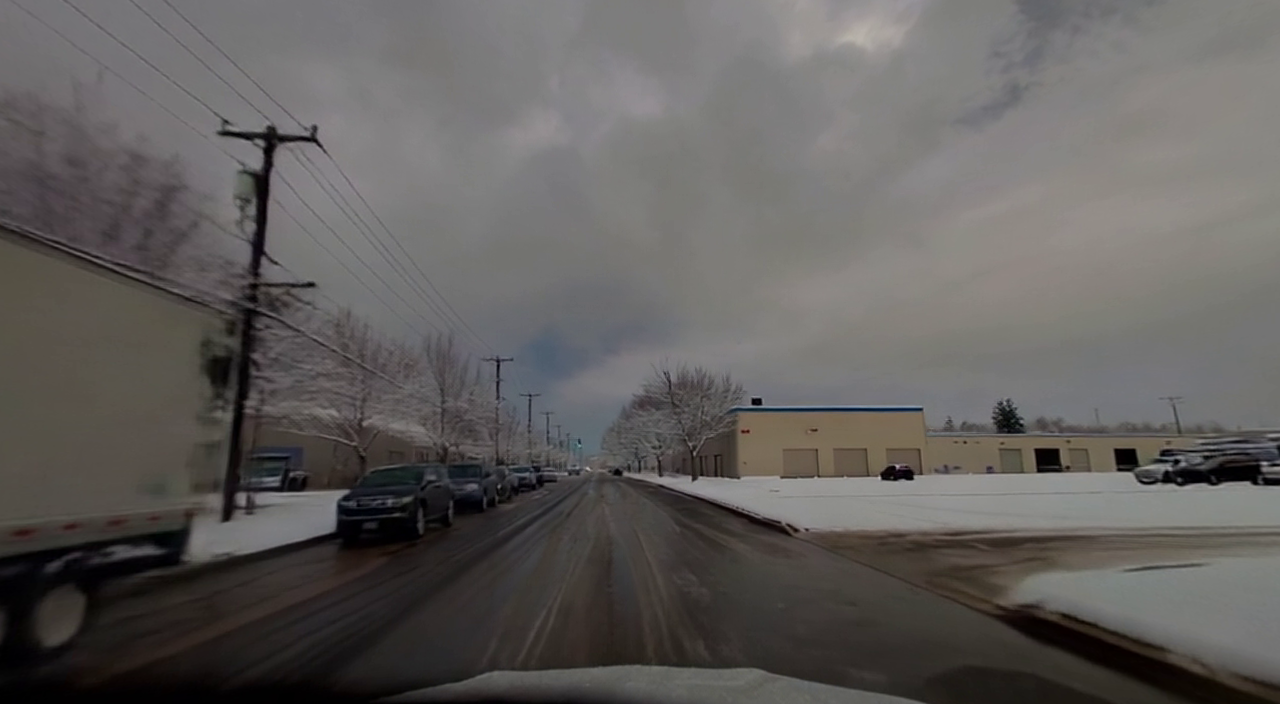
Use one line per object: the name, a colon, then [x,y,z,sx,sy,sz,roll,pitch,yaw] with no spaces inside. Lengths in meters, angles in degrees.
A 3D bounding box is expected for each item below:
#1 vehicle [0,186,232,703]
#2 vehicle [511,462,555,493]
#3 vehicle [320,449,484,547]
vehicle: [-4.246,0.357,2.081,2.242,2.726,5.581,1,-11,-4]
vehicle: [-5.957,7.043,35.516,1.882,1.606,4.191,1,-11,-2]
vehicle: [-4.723,2.911,13.286,1.886,1.640,4.311,2,-9,-3]
